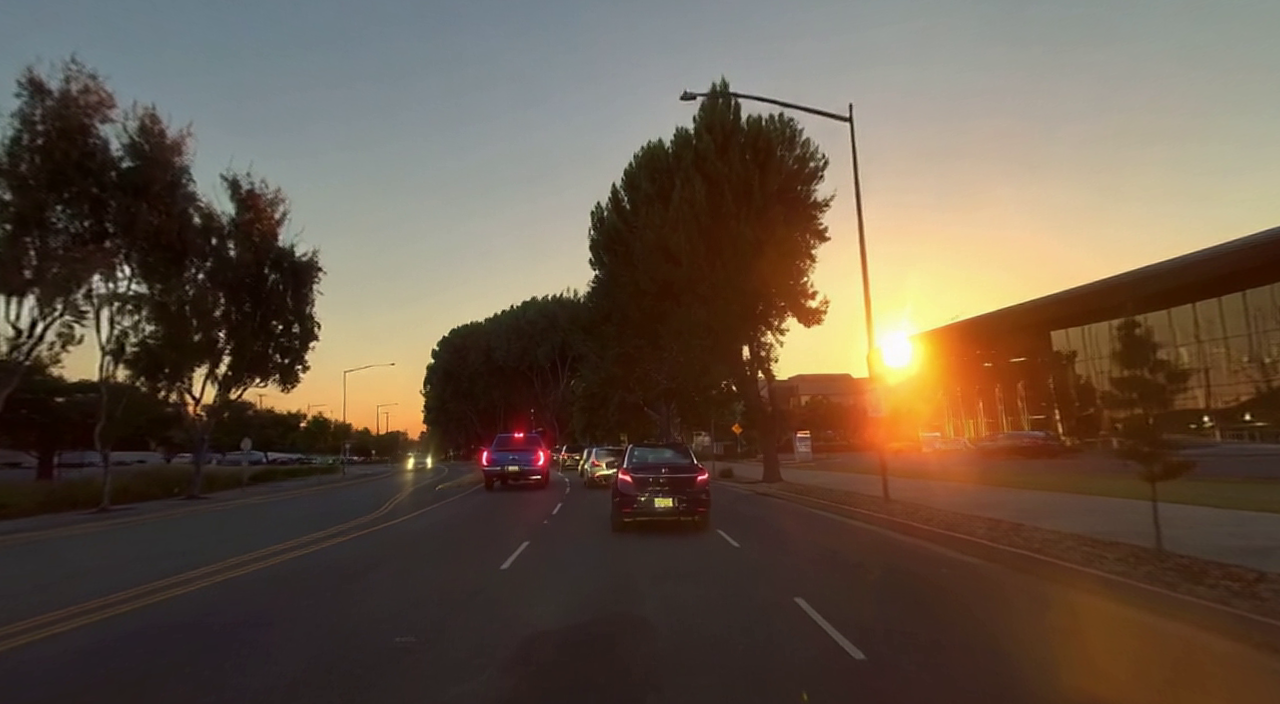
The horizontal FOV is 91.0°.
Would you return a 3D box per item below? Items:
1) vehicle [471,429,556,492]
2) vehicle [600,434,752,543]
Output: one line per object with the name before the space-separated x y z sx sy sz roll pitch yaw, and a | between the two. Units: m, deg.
vehicle | -4.482 3.952 23.296 2.512 1.992 5.725 1 -9 -6
vehicle | 0.387 2.251 11.047 2.142 1.528 4.133 1 -9 -4
